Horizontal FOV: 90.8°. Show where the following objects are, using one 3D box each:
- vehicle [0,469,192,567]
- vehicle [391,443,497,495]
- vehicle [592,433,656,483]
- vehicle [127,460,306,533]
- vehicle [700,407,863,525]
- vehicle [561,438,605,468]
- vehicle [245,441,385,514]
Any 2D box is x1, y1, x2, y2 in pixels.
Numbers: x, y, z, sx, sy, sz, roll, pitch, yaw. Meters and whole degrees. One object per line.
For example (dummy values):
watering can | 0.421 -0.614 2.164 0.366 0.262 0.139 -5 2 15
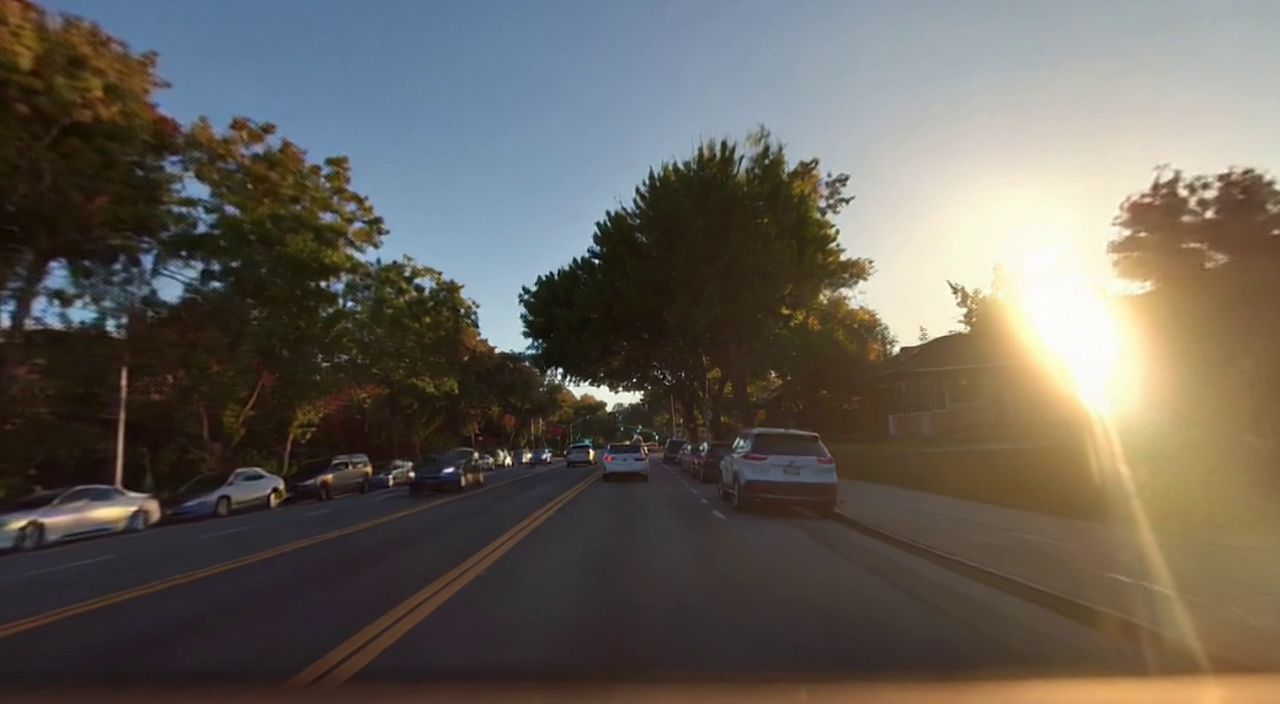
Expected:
vehicle | -12.409 3.436 13.468 2.050 1.518 5.115 -3 -8 0
vehicle | -6.442 3.856 21.405 1.998 1.518 4.817 -1 -8 1
vehicle | -0.543 3.710 22.411 2.041 1.575 4.304 0 -8 -1
vehicle | -12.112 4.112 18.610 2.047 1.497 4.949 -4 -8 -2
vehicle | 2.492 2.167 12.529 2.119 1.884 4.567 0 -8 0
vehicle | -3.095 5.634 35.387 2.117 1.528 4.277 0 -8 -1
vehicle | -12.277 4.684 24.509 2.249 2.093 6.297 -8 -7 -3
